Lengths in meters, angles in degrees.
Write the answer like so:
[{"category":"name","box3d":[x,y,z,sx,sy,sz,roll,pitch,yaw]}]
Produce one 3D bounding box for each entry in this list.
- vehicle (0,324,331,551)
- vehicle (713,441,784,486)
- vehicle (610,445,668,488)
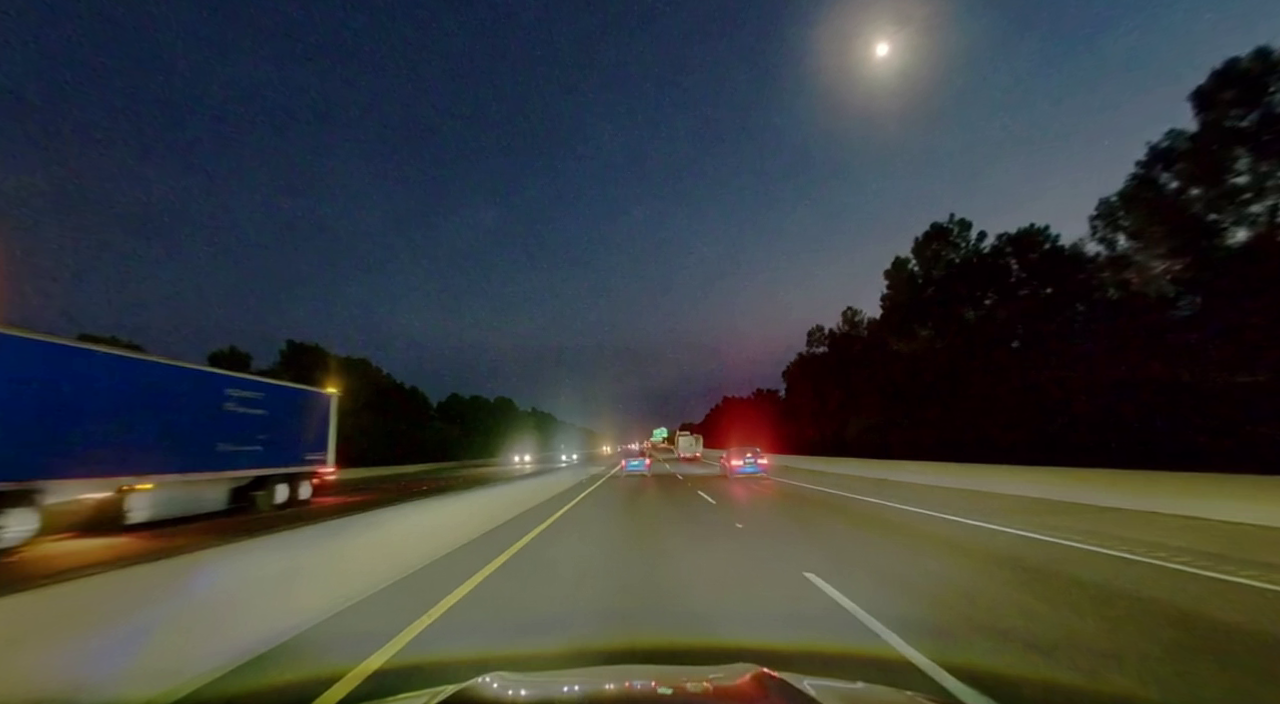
[{"category":"vehicle","box3d":[-13.218,2.238,15.732,2.989,4.089,16.109,-1,-9,-1]},{"category":"vehicle","box3d":[4.041,4.222,24.069,1.953,1.540,4.101,-1,-9,0]},{"category":"vehicle","box3d":[-0.031,4.387,24.344,2.066,1.490,3.759,-1,-9,0]}]
